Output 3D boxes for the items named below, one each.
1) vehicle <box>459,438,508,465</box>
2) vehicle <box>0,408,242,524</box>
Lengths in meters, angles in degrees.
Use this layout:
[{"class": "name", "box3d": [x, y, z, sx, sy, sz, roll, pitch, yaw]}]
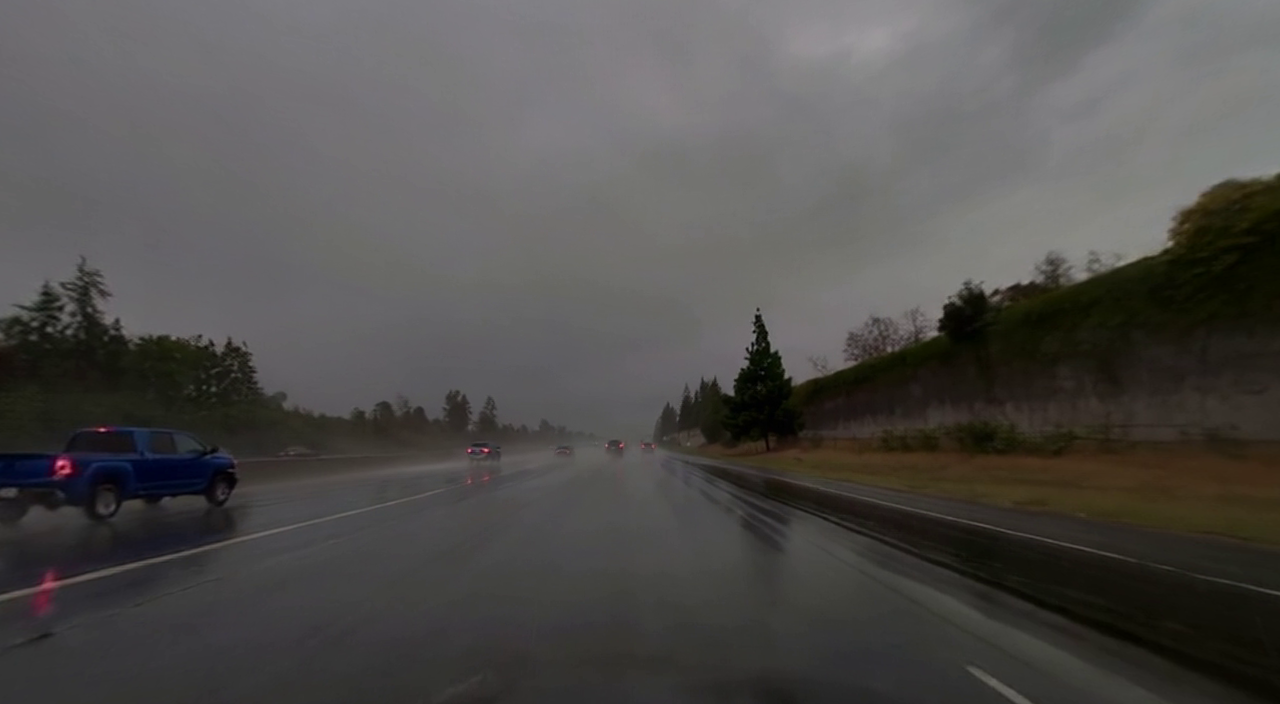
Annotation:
[{"class": "vehicle", "box3d": [-10.919, 7.012, 44.485, 2.195, 1.795, 4.659, 0, -9, 1]}, {"class": "vehicle", "box3d": [-10.662, 2.231, 12.822, 2.012, 1.875, 4.895, 0, -9, -1]}]
